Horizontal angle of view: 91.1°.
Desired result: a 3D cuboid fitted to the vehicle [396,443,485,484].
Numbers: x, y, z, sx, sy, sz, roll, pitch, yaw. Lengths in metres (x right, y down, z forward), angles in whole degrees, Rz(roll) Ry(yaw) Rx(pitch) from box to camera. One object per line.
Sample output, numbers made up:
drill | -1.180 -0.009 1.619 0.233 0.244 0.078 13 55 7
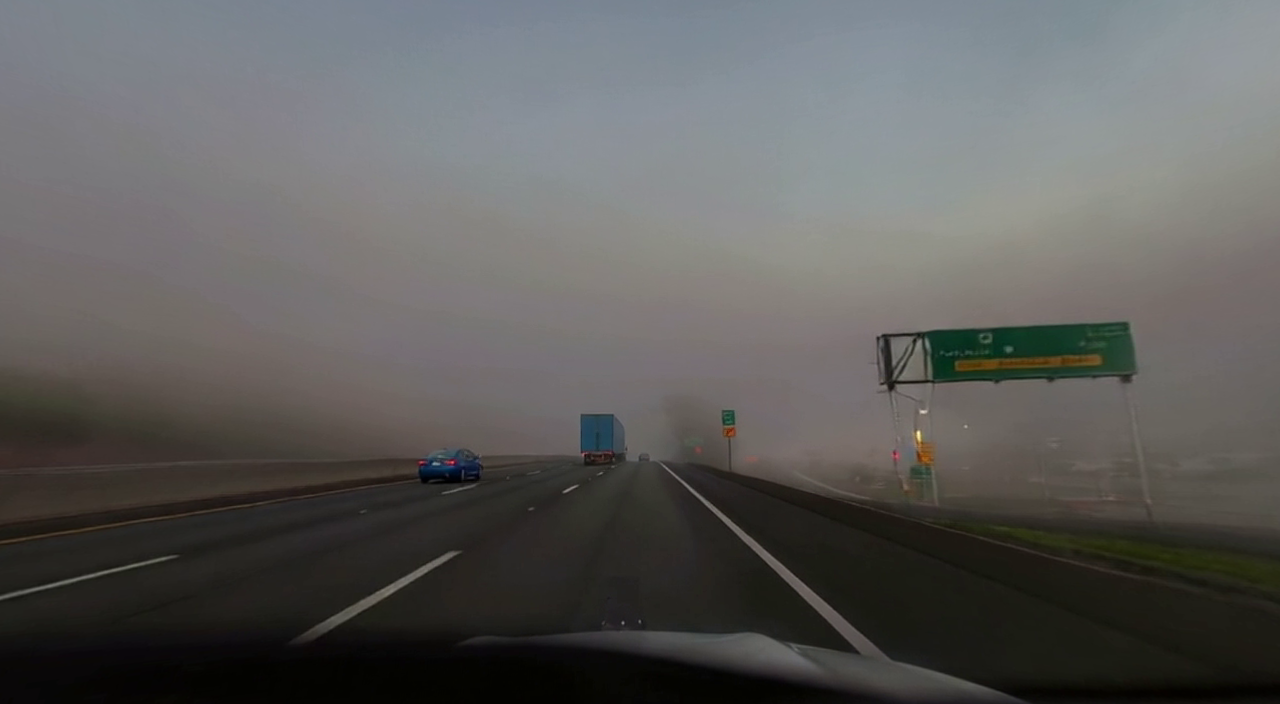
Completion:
vehicle | -7.700 4.314 24.732 1.901 1.467 4.629 0 -8 1
